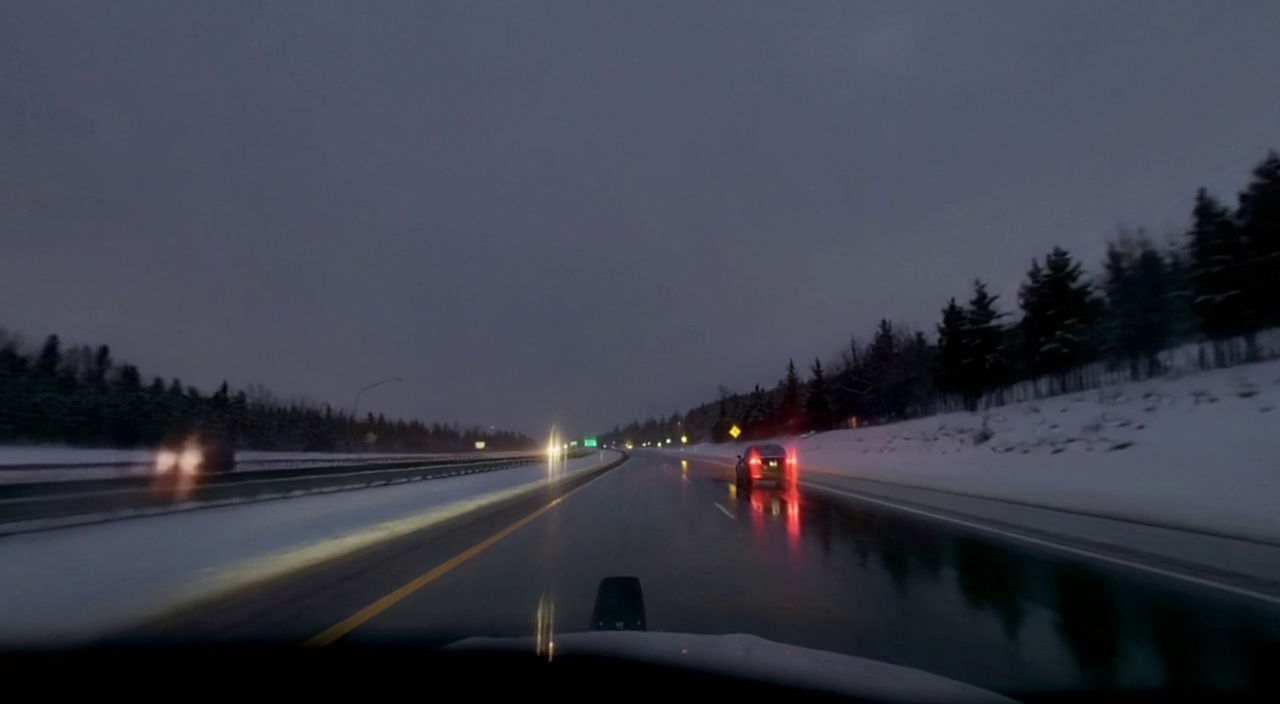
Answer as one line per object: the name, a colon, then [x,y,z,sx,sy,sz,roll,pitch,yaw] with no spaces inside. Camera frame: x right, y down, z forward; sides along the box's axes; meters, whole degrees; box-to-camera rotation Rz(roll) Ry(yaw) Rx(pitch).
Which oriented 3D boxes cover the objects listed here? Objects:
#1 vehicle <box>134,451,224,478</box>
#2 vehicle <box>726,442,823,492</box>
vehicle: [-28.877,7.035,39.525,1.906,1.518,4.817,0,-8,1]
vehicle: [4.125,3.588,20.062,2.124,1.405,4.398,0,-8,0]
